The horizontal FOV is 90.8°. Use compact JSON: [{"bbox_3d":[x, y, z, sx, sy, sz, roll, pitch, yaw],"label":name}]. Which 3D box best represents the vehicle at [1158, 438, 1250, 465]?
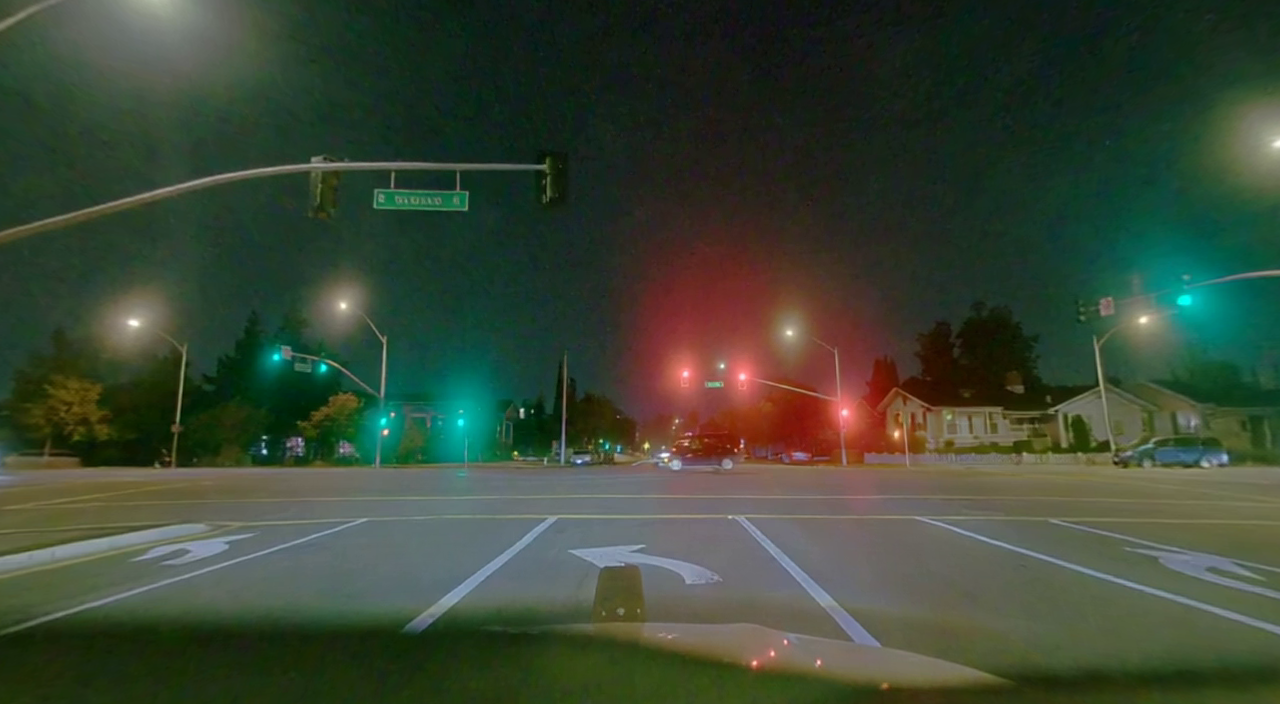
[{"bbox_3d":[39.099,6.930,43.955,1.915,1.773,4.499,1,-9,-7],"label":"vehicle"}]

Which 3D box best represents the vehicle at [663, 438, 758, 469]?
[{"bbox_3d":[3.469,5.097,31.726,4.560,1.463,1.858,-1,-9,2],"label":"vehicle"}]

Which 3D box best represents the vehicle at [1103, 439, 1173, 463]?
[{"bbox_3d":[38.483,7.652,48.991,1.853,1.723,4.460,0,-9,2],"label":"vehicle"}]
